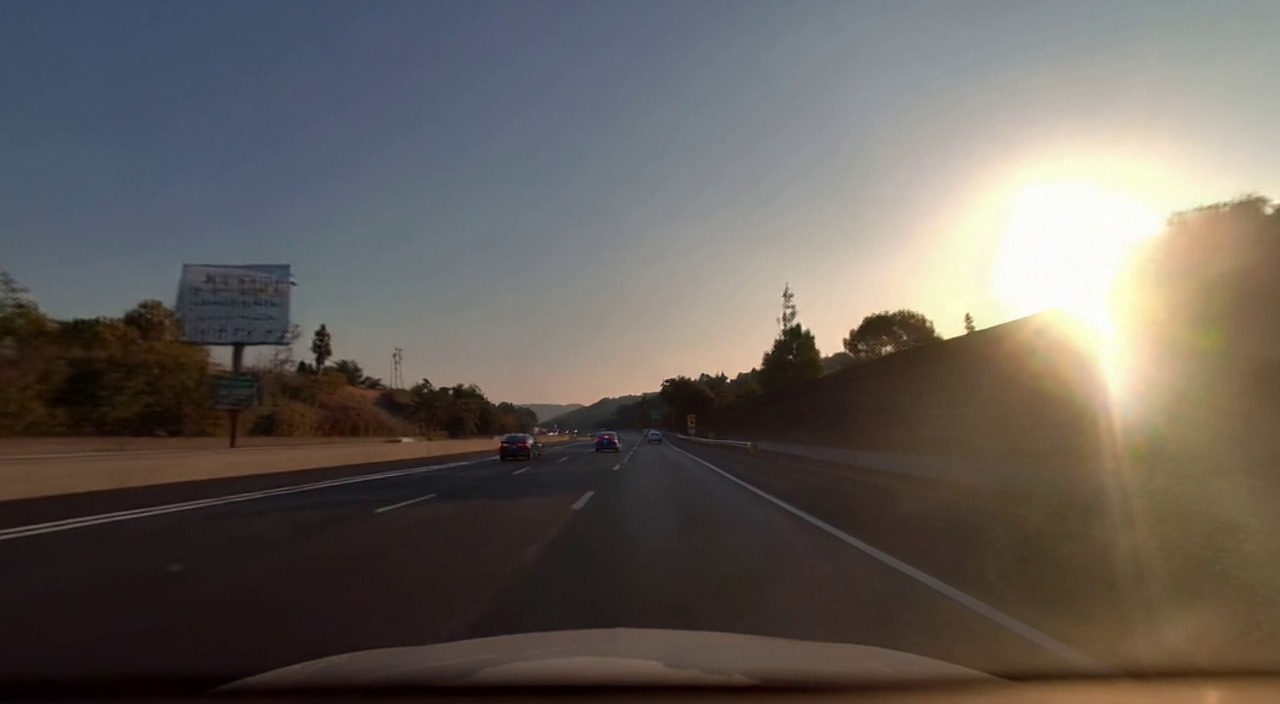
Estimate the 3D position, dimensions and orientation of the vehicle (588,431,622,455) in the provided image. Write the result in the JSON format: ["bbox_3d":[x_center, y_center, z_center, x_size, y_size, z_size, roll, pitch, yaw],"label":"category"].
[{"bbox_3d":[-2.352,6.283,43.616,2.064,1.571,4.225,0,-8,1],"label":"vehicle"}]

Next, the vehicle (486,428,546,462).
[{"bbox_3d":[-6.288,4.774,32.379,2.113,1.632,4.409,0,-8,1],"label":"vehicle"}]

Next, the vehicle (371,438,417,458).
[{"bbox_3d":[-18.928,7.397,48.532,1.898,1.466,3.956,0,-7,0],"label":"vehicle"}]
